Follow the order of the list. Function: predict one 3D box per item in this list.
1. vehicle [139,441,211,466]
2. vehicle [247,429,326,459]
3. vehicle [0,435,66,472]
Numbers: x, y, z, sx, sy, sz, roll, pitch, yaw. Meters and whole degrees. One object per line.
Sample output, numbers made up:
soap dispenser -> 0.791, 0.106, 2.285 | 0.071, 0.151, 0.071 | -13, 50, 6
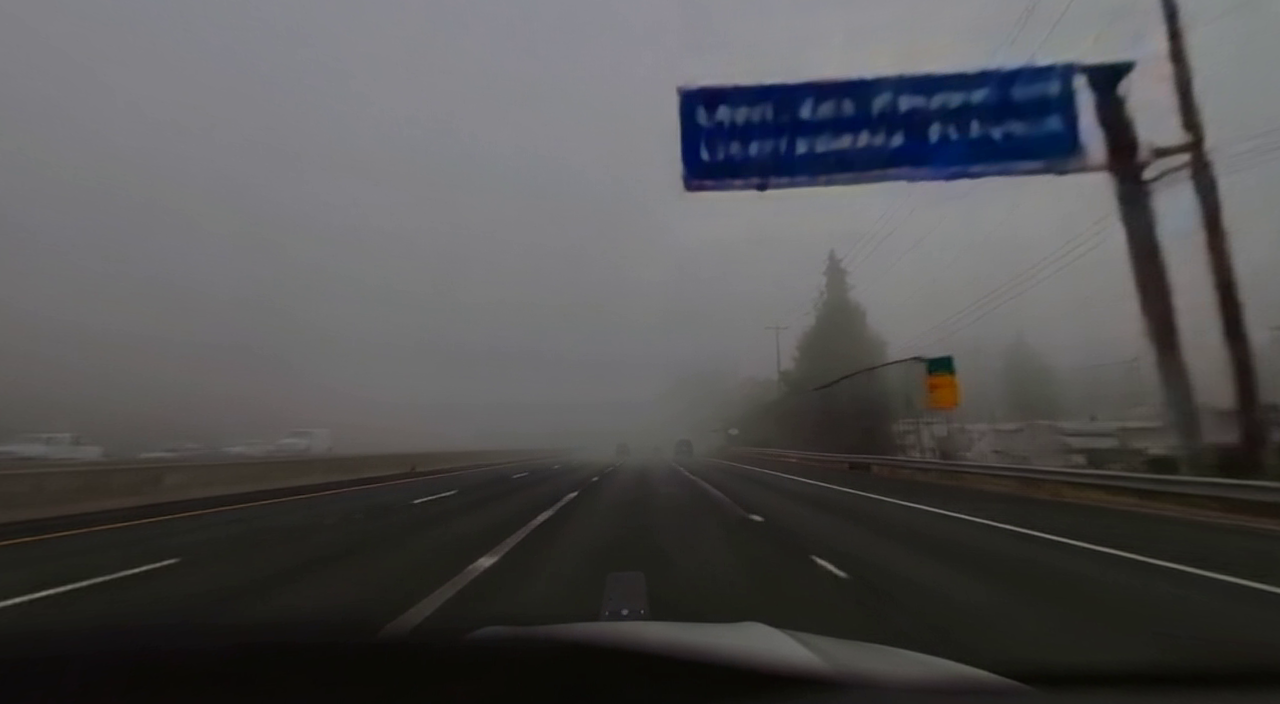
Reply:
vehicle -> -33.819, 7.374, 46.031 | 1.819, 1.650, 4.549 | 0, -8, -1
vehicle -> -25.758, 6.734, 46.302 | 2.273, 1.991, 6.035 | -1, -8, 1
vehicle -> -29.940, 4.751, 29.579 | 1.806, 1.648, 4.438 | 0, -8, -1
